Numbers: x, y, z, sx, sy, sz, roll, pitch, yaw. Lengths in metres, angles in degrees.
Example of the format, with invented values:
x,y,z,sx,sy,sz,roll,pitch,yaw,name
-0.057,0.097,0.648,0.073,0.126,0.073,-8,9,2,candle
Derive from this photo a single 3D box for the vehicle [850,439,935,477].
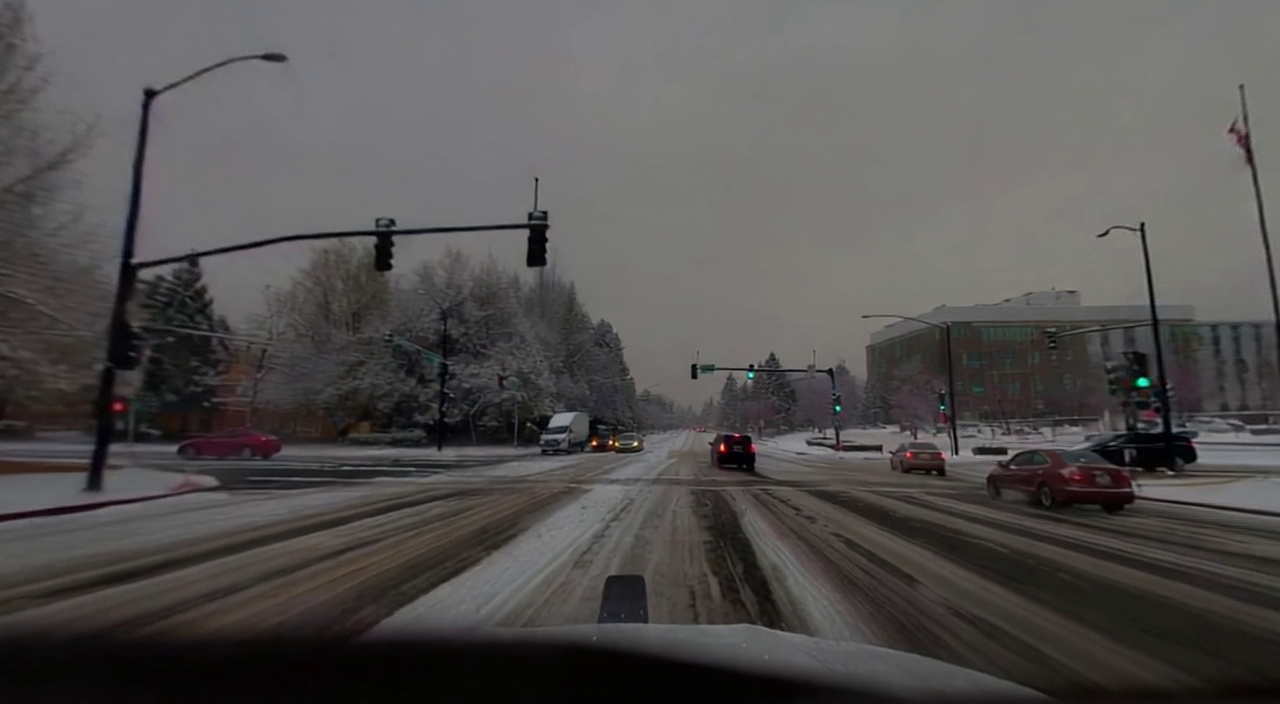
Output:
x,y,z,sx,sy,sz,roll,pitch,yaw,name
10.554,4.457,26.642,1.860,1.460,4.379,0,-8,1,vehicle

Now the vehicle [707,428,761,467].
x,y,z,sx,sy,sz,roll,pitch,yaw,name
4.621,4.817,31.640,2.203,1.801,4.331,0,-9,2,vehicle

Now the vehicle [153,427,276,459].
x,y,z,sx,sy,sz,roll,pitch,yaw,name
-21.617,4.631,32.027,4.856,1.528,2.053,-1,-8,3,vehicle

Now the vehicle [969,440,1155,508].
x,y,z,sx,sy,sz,roll,pitch,yaw,name
10.452,3.019,16.043,1.896,1.463,4.296,0,-8,3,vehicle

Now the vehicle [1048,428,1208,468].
x,y,z,sx,sy,sz,roll,pitch,yaw,name
25.436,5.051,32.946,6.170,1.978,2.399,0,-10,2,vehicle
